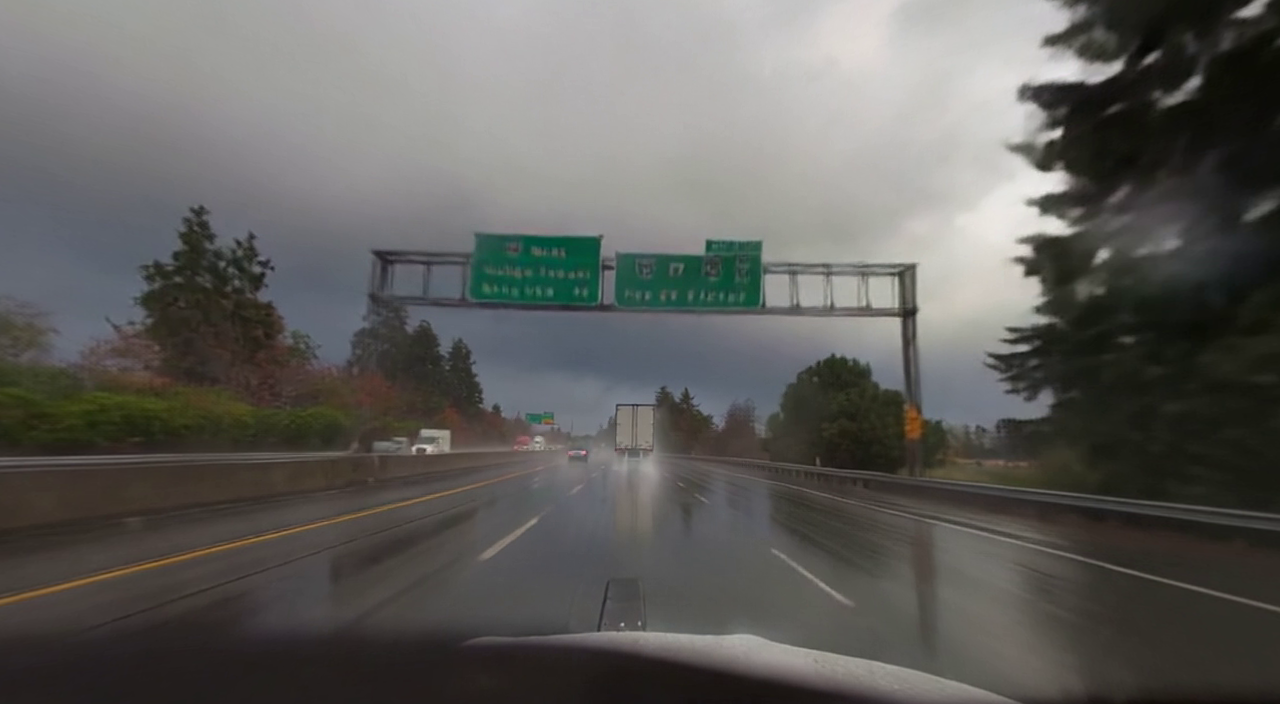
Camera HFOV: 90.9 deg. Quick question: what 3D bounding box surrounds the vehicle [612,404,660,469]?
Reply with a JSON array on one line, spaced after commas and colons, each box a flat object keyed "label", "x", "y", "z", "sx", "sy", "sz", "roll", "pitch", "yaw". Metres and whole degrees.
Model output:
[{"label": "vehicle", "x": -0.408, "y": 5.993, "z": 43.952, "sx": 2.962, "sy": 3.953, "sz": 10.696, "roll": 0, "pitch": -9, "yaw": -2}]
